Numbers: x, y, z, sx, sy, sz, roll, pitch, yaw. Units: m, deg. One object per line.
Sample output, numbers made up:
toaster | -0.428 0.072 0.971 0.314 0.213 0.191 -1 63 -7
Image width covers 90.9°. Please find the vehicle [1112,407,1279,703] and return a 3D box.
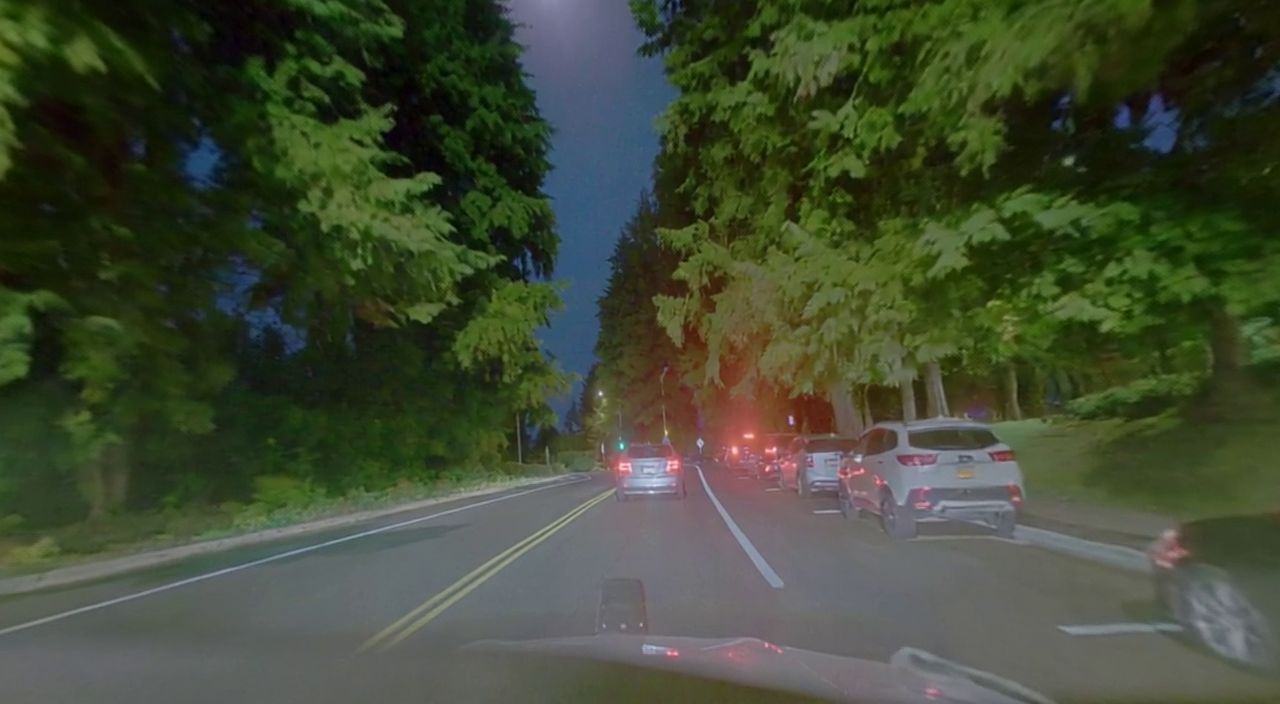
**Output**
vehicle | 4.051 0.810 1.657 1.992 1.469 4.823 0 -8 2

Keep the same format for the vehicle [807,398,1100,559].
vehicle | 4.169 1.765 9.541 2.066 1.804 4.751 0 -8 2

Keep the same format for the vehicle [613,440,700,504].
vehicle | 0.475 3.175 17.237 2.078 1.521 4.058 0 -8 2
